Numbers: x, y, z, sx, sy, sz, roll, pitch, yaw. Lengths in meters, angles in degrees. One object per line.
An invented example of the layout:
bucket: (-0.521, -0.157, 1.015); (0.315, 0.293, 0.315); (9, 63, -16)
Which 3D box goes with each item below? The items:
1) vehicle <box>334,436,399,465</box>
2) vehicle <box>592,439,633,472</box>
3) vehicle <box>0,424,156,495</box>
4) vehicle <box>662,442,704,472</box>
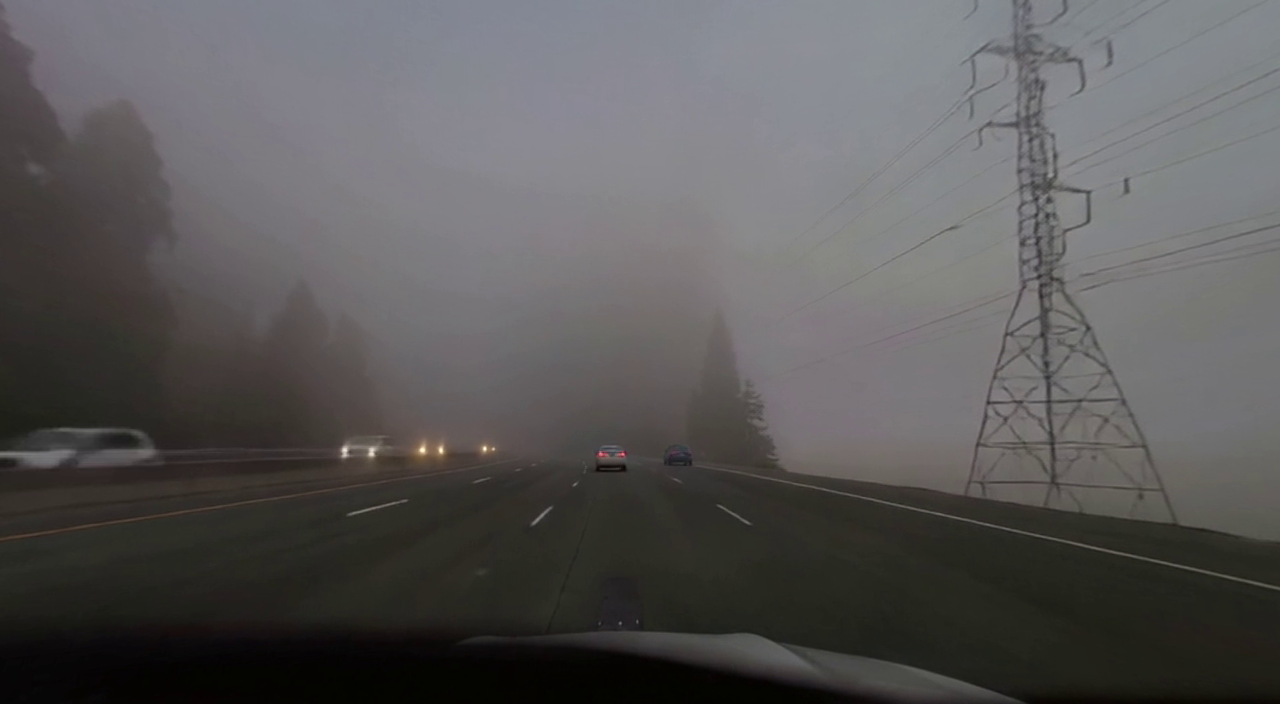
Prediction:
vehicle: (-15.511, 5.624, 36.073); (1.915, 1.521, 4.350); (1, -9, -3)
vehicle: (-1.579, 5.746, 35.240); (2.188, 1.714, 3.921); (1, -8, -4)
vehicle: (-14.570, 2.573, 15.375); (1.890, 1.507, 4.764); (0, -8, -2)
vehicle: (2.306, 5.745, 34.726); (1.789, 1.503, 3.897); (1, -8, -4)
